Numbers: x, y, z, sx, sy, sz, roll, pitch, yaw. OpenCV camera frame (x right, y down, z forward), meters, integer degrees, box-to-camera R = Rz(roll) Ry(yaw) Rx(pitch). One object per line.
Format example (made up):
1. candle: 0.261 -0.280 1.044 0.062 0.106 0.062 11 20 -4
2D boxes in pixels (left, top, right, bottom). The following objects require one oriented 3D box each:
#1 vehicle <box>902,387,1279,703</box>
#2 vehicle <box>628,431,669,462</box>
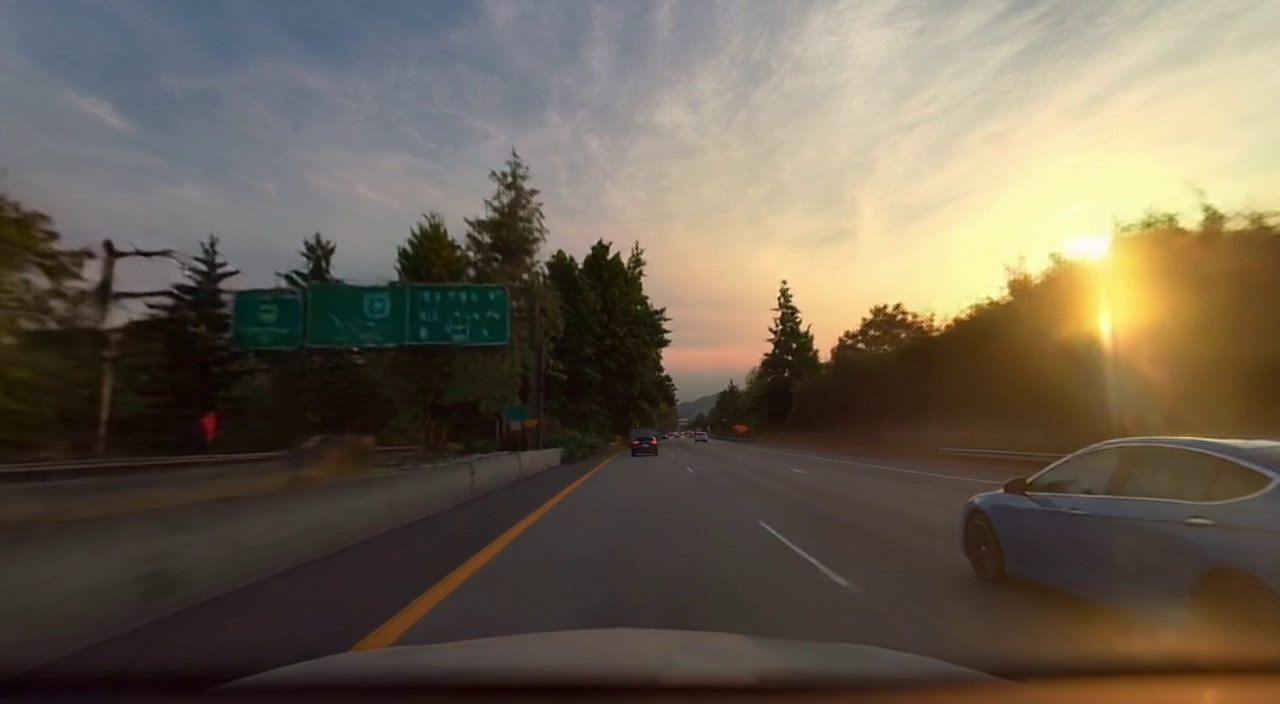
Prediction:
1. vehicle: 3.608 1.064 3.885 1.981 1.467 4.459 0 -8 -1
2. vehicle: 0.387 4.972 33.410 2.046 1.526 3.903 0 -8 -1
